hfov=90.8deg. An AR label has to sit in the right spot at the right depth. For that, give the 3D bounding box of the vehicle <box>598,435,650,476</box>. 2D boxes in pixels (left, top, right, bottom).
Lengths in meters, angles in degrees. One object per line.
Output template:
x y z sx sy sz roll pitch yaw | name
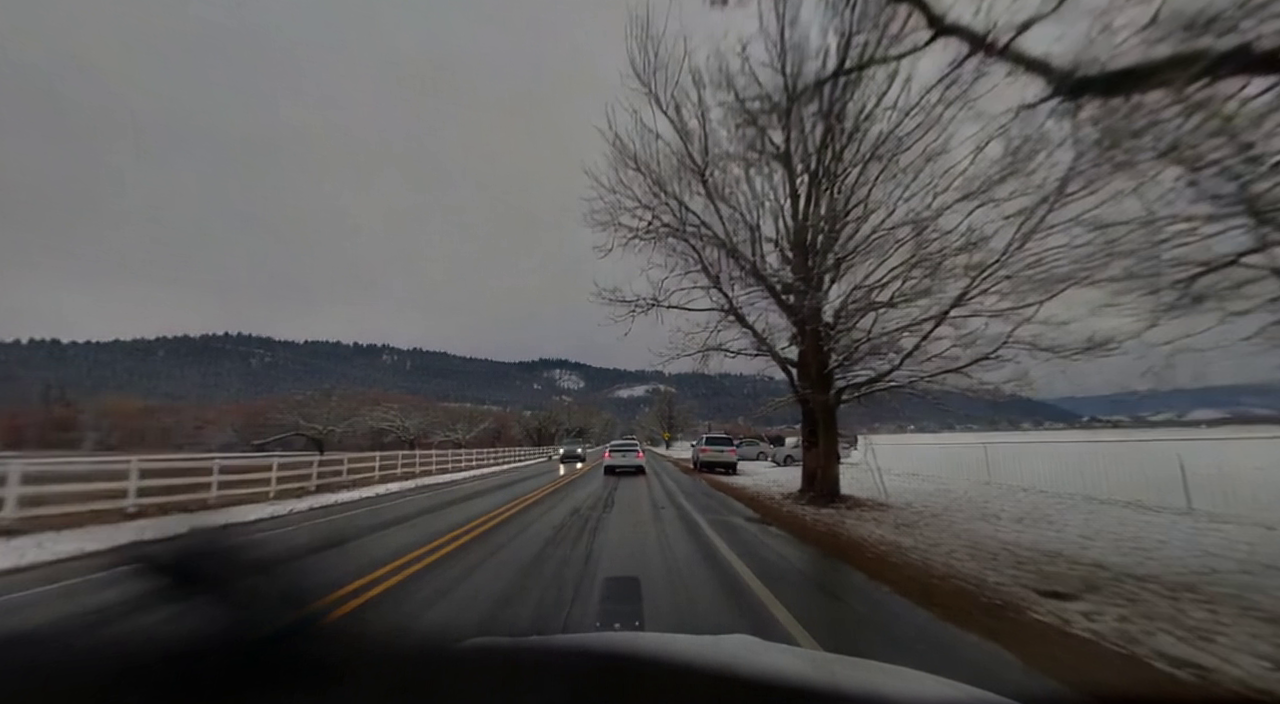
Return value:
-0.662 4.613 28.334 2.158 1.669 4.006 0 -8 0 | vehicle

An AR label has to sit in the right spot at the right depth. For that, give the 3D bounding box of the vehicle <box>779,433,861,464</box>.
9.702 5.267 34.436 1.975 1.545 4.333 3 -9 -22 | vehicle

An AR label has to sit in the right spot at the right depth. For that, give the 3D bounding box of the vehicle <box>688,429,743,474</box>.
3.559 4.747 30.287 2.348 1.969 5.269 -1 -9 5 | vehicle
